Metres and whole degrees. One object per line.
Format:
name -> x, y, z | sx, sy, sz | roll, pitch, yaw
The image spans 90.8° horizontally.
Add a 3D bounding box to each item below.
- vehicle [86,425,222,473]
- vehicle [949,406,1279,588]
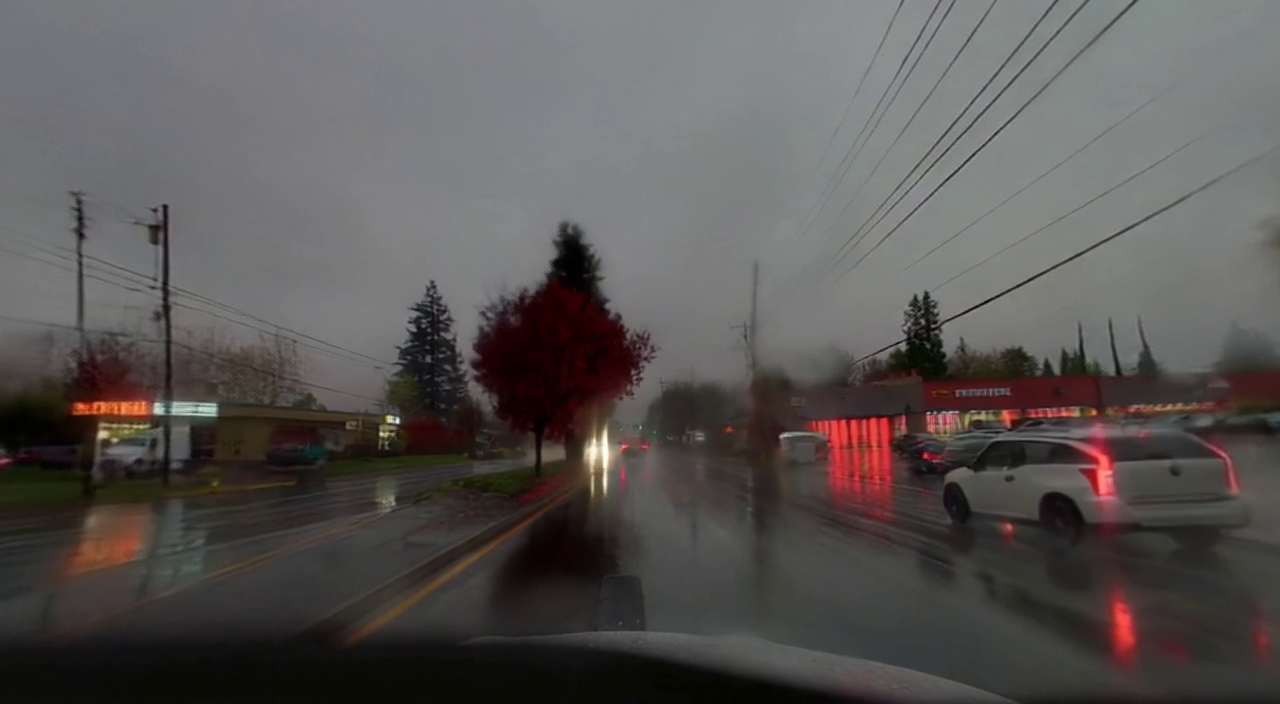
vehicle -> -28.815, 5.760, 37.711 | 5.851, 2.505, 2.504 | -1, -8, -9
vehicle -> 6.219, 1.701, 8.280 | 1.995, 1.705, 4.434 | 0, -9, -1
